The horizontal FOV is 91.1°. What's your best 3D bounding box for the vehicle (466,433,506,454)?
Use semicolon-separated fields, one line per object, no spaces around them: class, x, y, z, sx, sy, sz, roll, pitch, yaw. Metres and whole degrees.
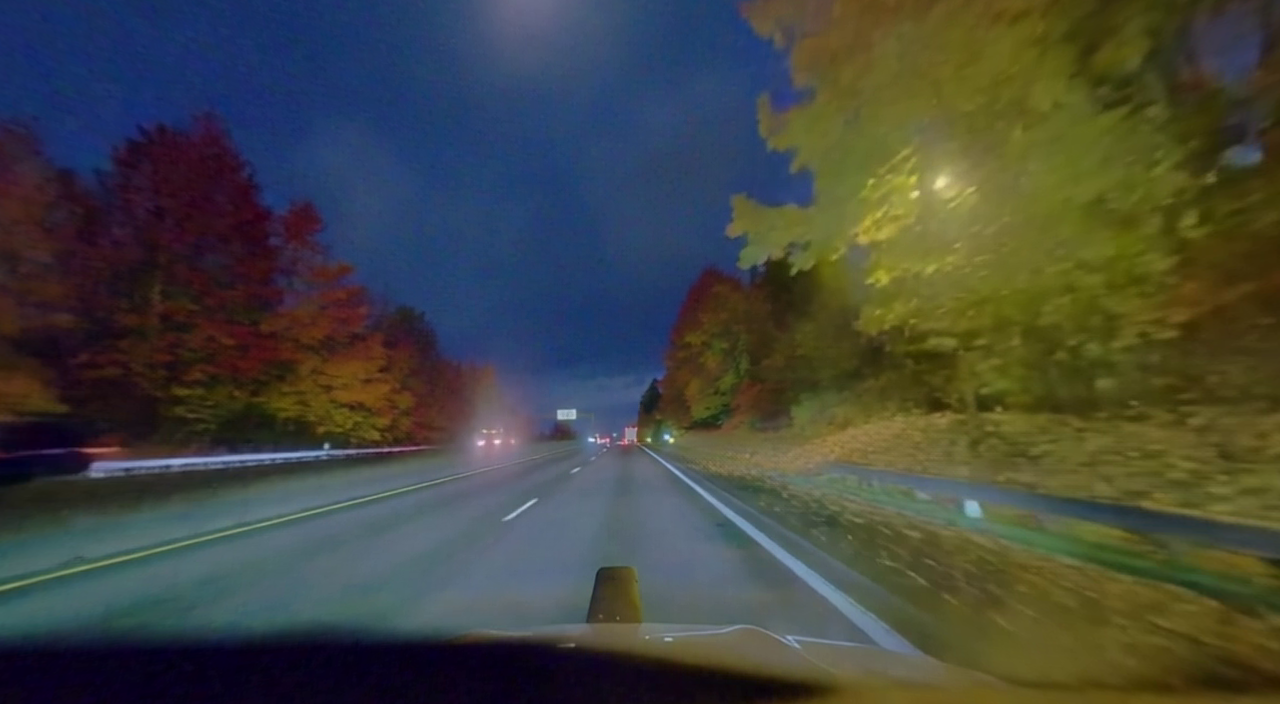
vehicle;-12.060;7.190;49.420;2.019;1.587;4.564;0;-8;0
